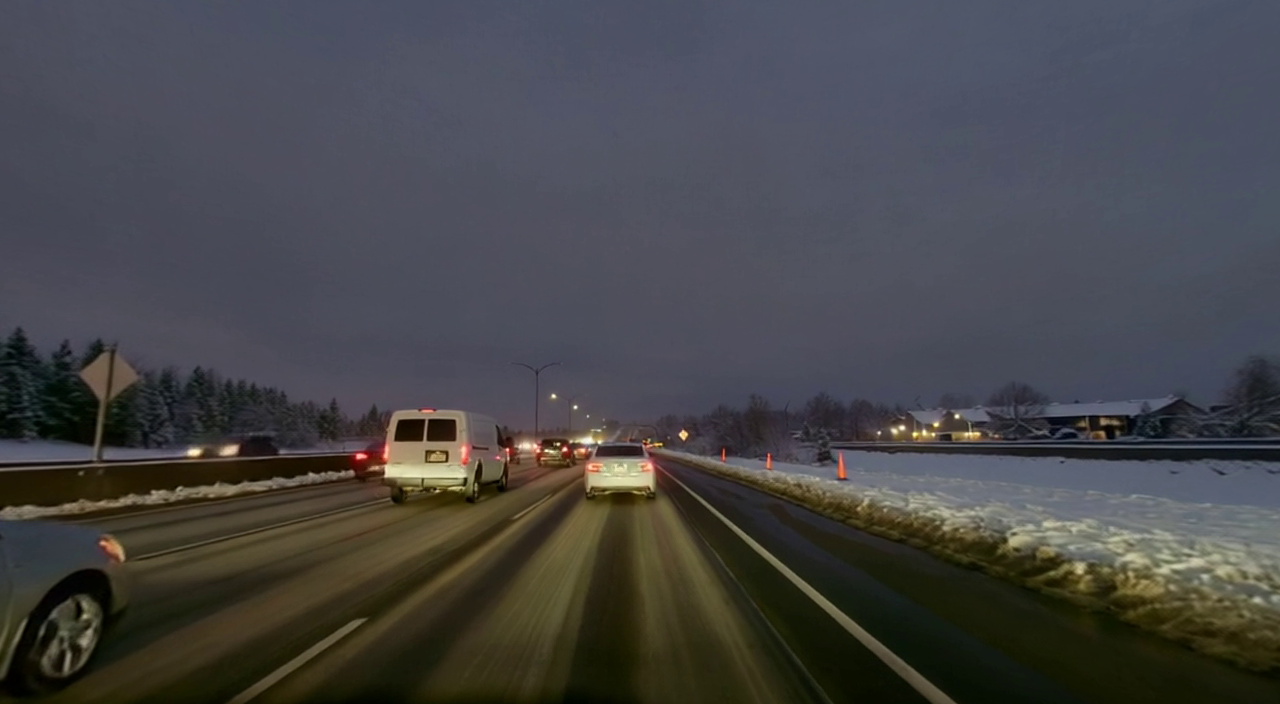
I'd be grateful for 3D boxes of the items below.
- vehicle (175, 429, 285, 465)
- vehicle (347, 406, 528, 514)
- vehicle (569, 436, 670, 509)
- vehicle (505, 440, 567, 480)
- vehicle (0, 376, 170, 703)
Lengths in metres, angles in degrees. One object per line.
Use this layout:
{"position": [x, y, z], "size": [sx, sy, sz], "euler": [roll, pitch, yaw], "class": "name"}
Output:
{"position": [-17.562, 4.083, 27.364], "size": [1.829, 1.404, 4.536], "euler": [0, -8, -1], "class": "vehicle"}
{"position": [-4.301, 2.442, 14.728], "size": [2.324, 2.012, 5.740], "euler": [0, -9, 0], "class": "vehicle"}
{"position": [-0.456, 2.785, 15.009], "size": [2.069, 1.484, 3.918], "euler": [0, -9, -1], "class": "vehicle"}
{"position": [-4.126, 4.336, 25.653], "size": [1.824, 1.459, 4.007], "euler": [0, -9, 1], "class": "vehicle"}
{"position": [-3.987, 0.739, 1.707], "size": [2.041, 1.604, 4.384], "euler": [0, -9, 0], "class": "vehicle"}
